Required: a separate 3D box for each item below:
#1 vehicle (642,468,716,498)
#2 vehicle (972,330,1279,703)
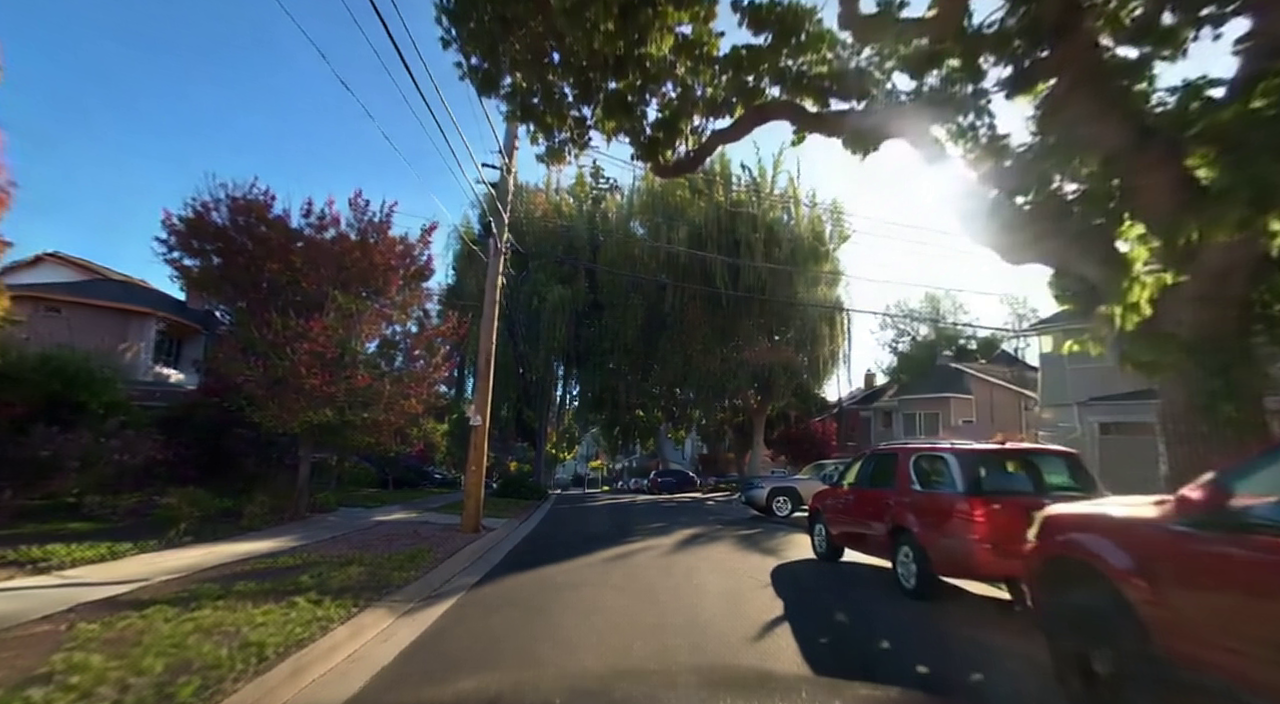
[{"bbox_3d":[2.448,8.348,40.508,4.413,1.728,1.869,1,-9,-10],"label":"vehicle"},{"bbox_3d":[3.227,0.726,1.483,2.076,1.780,4.959,0,-8,-2],"label":"vehicle"}]
